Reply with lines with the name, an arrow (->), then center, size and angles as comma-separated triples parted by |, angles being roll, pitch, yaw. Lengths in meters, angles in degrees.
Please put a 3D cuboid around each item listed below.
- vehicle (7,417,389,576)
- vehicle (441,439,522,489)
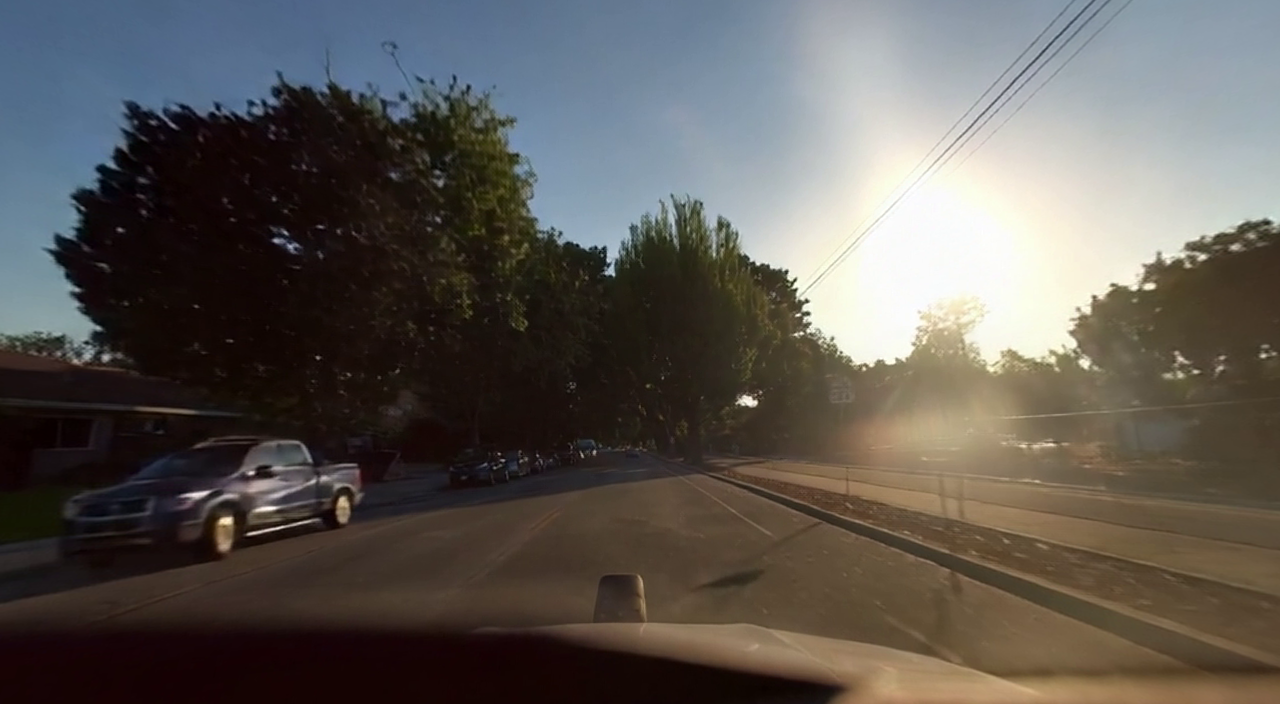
vehicle -> -6.504, 2.159, 10.502 | 2.350, 1.892, 5.542 | 1, -8, 0
vehicle -> -6.583, 4.697, 26.830 | 2.020, 1.842, 5.116 | 1, -8, 1
